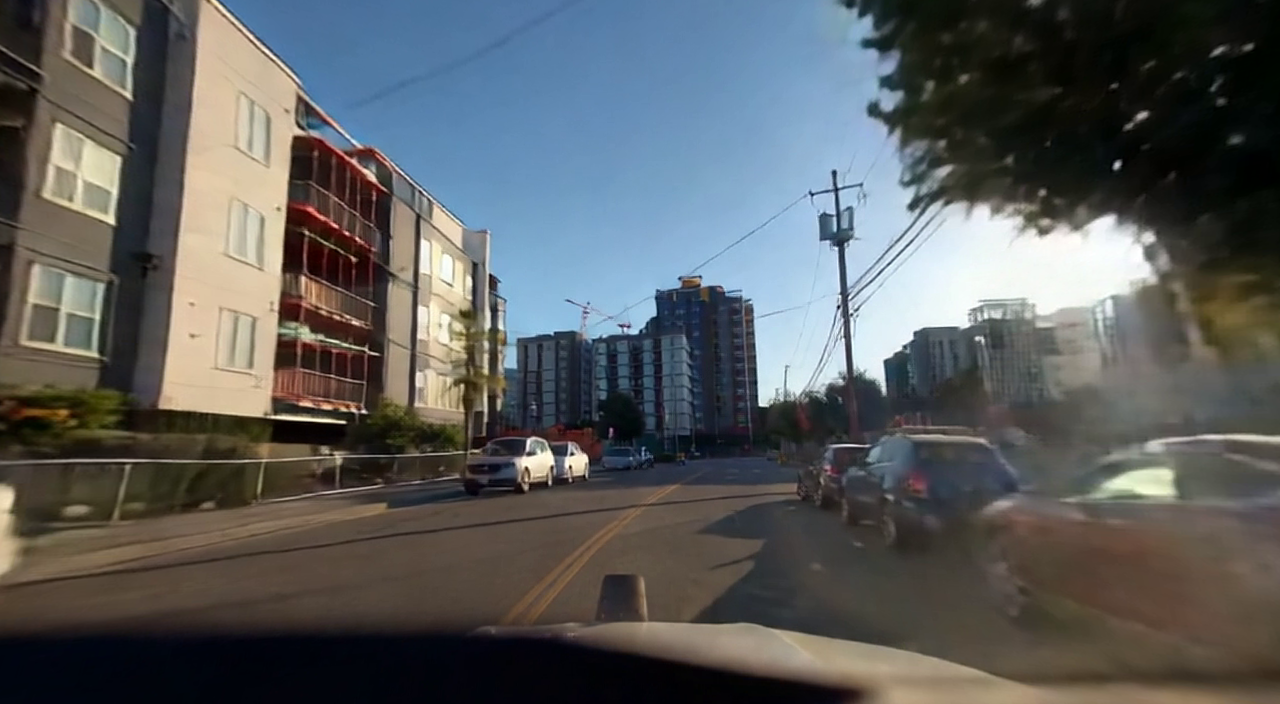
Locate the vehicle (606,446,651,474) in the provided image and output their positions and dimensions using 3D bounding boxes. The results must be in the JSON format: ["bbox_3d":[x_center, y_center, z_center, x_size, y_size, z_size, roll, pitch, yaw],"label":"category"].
[{"bbox_3d":[-0.678,6.804,40.010,1.998,1.633,4.673,-2,-9,10],"label":"vehicle"}]

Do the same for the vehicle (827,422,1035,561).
[{"bbox_3d":[4.685,2.269,11.077,1.918,1.848,4.946,-1,-9,8],"label":"vehicle"}]

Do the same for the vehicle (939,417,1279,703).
[{"bbox_3d":[3.930,1.217,3.554,2.170,1.602,5.190,-1,-9,3],"label":"vehicle"}]

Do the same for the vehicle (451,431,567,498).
[{"bbox_3d":[-4.029,3.581,20.339,1.953,1.871,4.712,-2,-9,11],"label":"vehicle"}]

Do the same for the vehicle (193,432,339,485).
[{"bbox_3d":[-12.926,3.703,22.147,1.948,1.660,4.316,-2,-9,11],"label":"vehicle"}]
